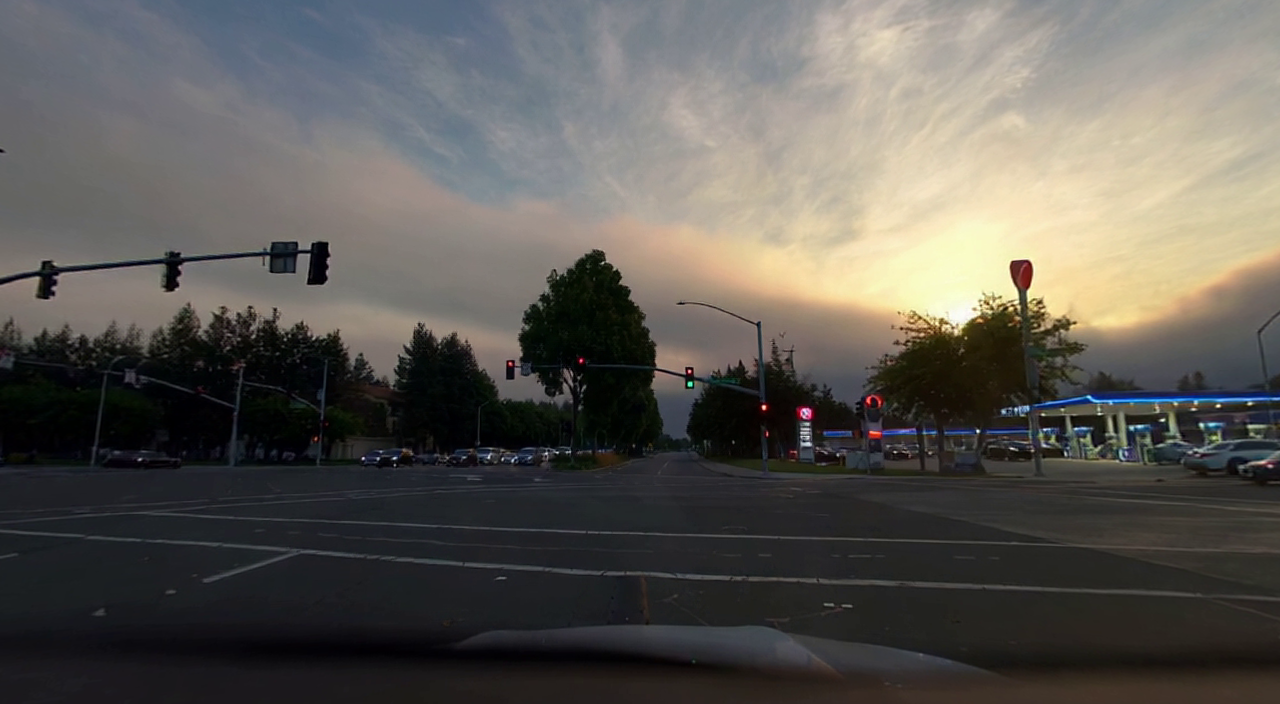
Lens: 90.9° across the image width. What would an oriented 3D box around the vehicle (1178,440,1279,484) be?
[{"bbox_3d":[22.092,3.786,21.834,4.716,1.455,2.060,-3,-9,17],"label":"vehicle"}]
